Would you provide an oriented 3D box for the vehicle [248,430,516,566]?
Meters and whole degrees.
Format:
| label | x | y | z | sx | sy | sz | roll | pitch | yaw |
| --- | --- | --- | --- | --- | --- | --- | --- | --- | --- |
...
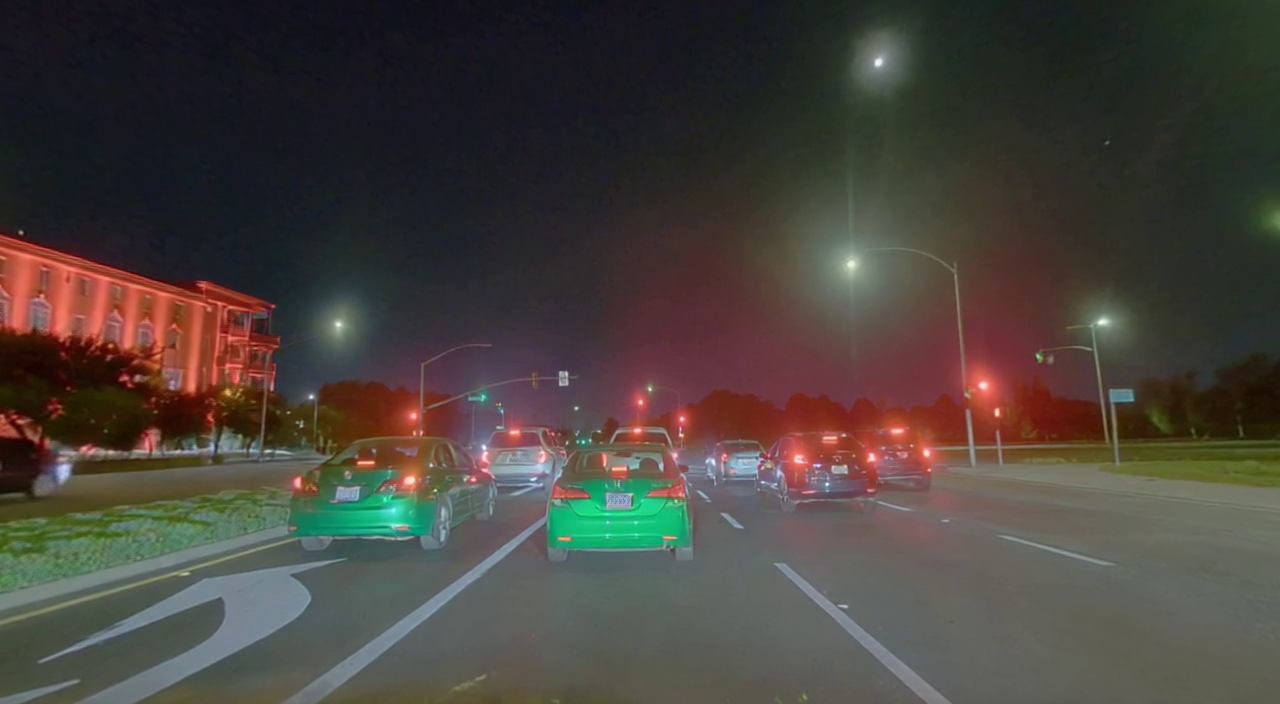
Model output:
| label | x | y | z | sx | sy | sz | roll | pitch | yaw |
| --- | --- | --- | --- | --- | --- | --- | --- | --- | --- |
| vehicle | -3.208 | 1.884 | 8.944 | 1.917 | 1.441 | 4.128 | -1 | -8 | 2 |

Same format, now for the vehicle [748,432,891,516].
| label | x | y | z | sx | sy | sz | roll | pitch | yaw |
| --- | --- | --- | --- | --- | --- | --- | --- | --- | --- |
| vehicle | 3.541 | 2.466 | 13.275 | 1.880 | 1.476 | 3.932 | 0 | -8 | 1 |

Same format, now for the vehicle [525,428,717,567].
| label | x | y | z | sx | sy | sz | roll | pitch | yaw |
| --- | --- | --- | --- | --- | --- | --- | --- | --- | --- |
| vehicle | -0.214 | 1.834 | 8.708 | 2.041 | 1.450 | 3.847 | 0 | -8 | 0 |
